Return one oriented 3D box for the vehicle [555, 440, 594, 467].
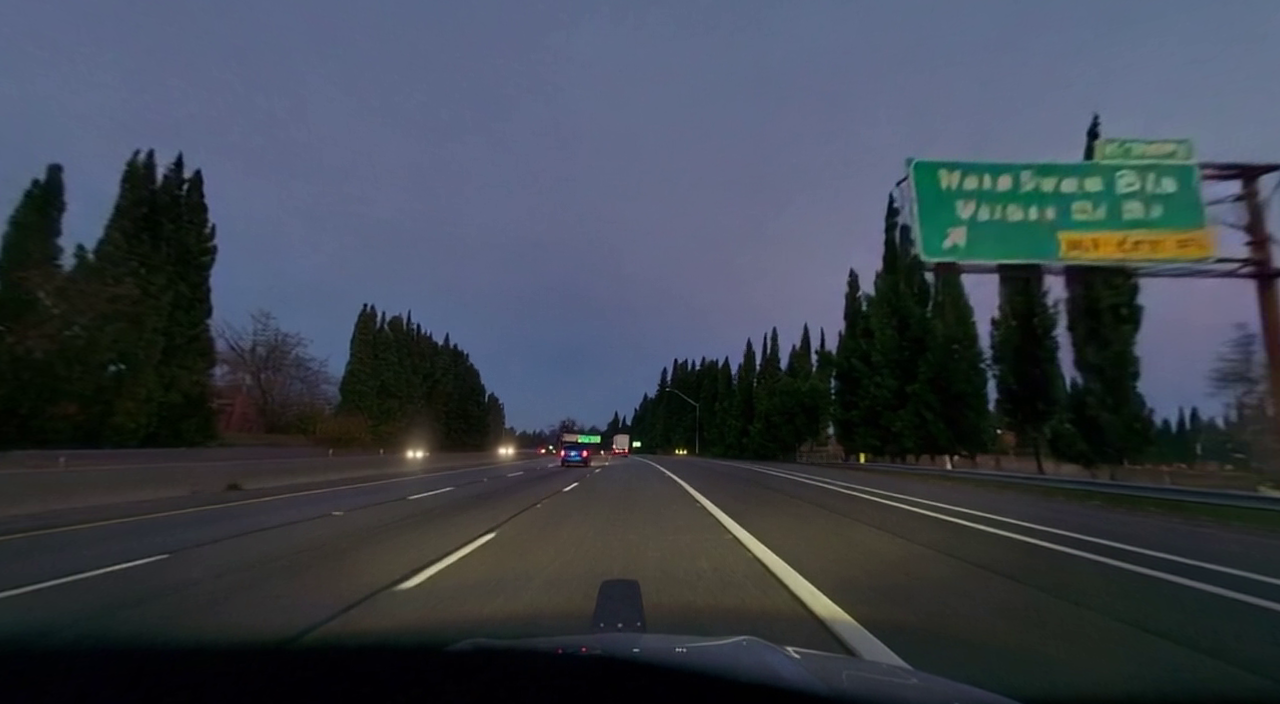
[{"bbox_3d":[-4.387,6.887,42.857,2.162,1.724,4.537,0,-8,-1],"label":"vehicle"}]
